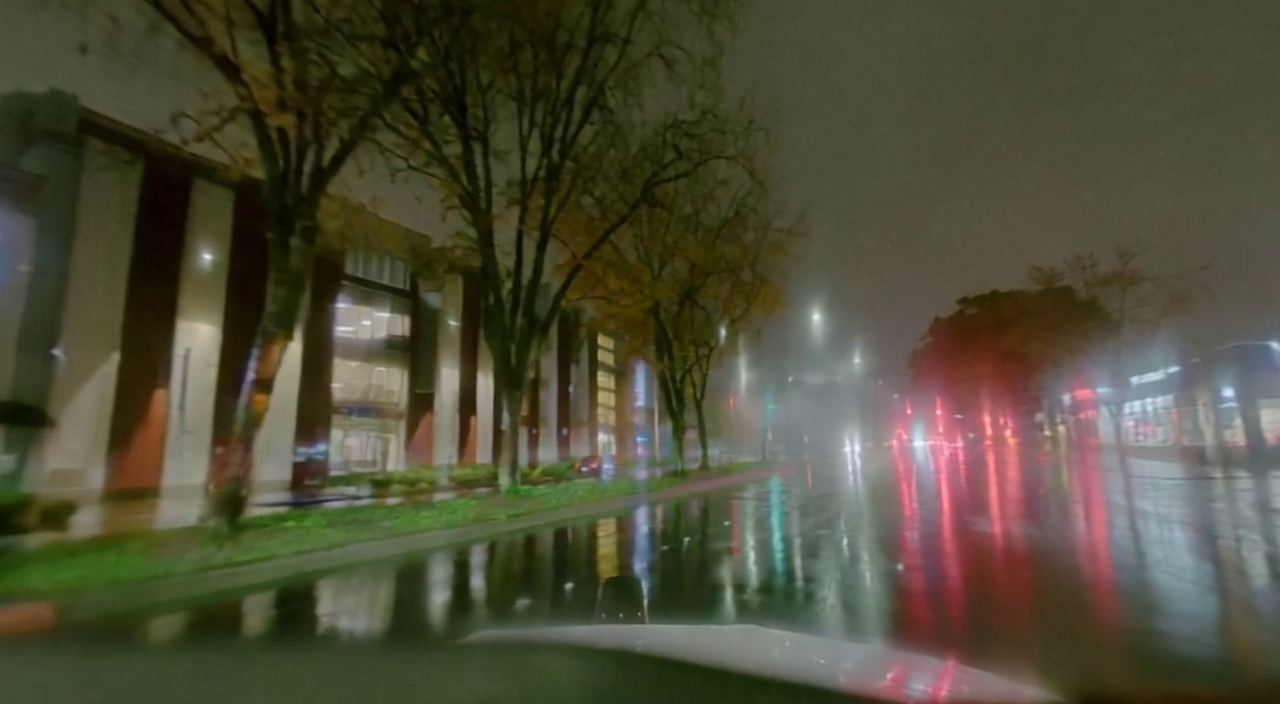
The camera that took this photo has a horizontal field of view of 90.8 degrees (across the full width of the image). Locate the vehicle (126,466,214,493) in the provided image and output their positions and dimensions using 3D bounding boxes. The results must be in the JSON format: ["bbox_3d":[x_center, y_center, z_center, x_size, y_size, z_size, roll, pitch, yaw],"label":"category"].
[{"bbox_3d":[-30.243,8.196,40.817,1.689,1.534,4.158,-9,-13,25],"label":"vehicle"}]

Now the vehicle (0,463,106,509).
[{"bbox_3d":[-24.082,5.414,25.505,3.994,1.471,1.956,-2,-16,22],"label":"vehicle"}]

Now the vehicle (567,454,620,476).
[{"bbox_3d":[-3.335,8.235,46.256,1.840,1.440,4.442,-7,-11,25],"label":"vehicle"}]
